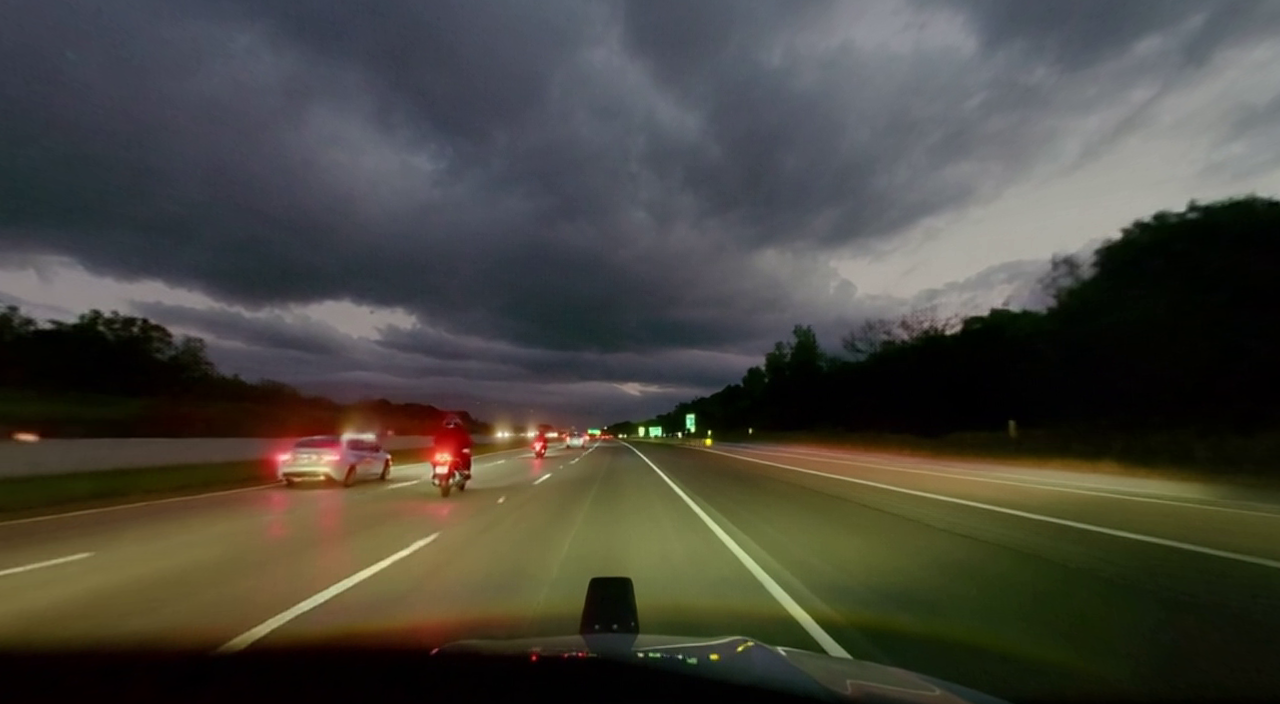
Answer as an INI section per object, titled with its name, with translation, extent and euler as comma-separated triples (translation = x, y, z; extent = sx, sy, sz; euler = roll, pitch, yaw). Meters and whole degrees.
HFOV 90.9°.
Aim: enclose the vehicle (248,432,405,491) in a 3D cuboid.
[vehicle]
translation = -8.420, 2.946, 17.530
extent = 2.053, 1.409, 4.704
euler = 0, -8, -1
